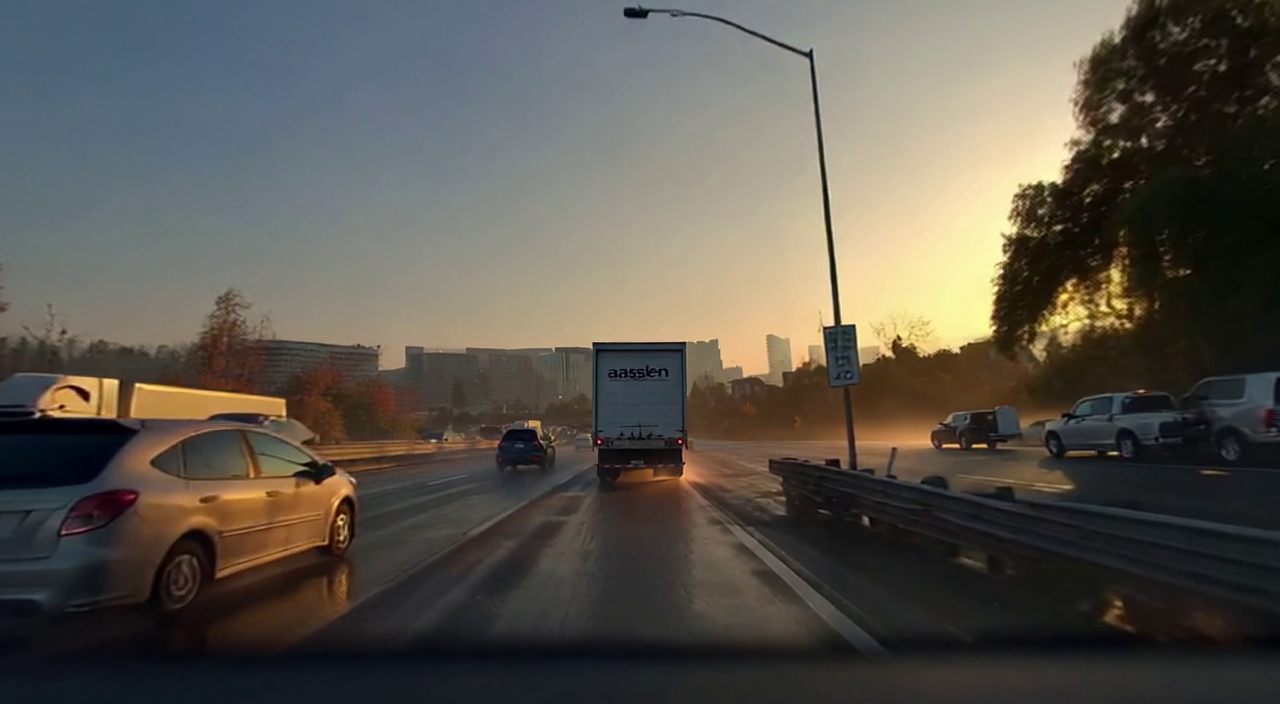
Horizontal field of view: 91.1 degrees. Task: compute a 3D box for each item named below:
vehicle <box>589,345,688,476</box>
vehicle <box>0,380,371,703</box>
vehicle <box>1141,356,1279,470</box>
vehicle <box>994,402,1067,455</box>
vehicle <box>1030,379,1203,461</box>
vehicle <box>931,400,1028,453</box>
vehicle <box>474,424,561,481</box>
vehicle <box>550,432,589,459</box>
[{"bbox_3d":[-0.103,2.602,25.822,3.171,4.204,11.036,0,-8,0],"label":"vehicle"},{"bbox_3d":[-3.697,1.071,4.067,1.964,1.507,4.361,0,-8,0],"label":"vehicle"},{"bbox_3d":[19.115,1.905,19.115,2.595,3.137,6.079,0,-7,0],"label":"vehicle"},{"bbox_3d":[19.606,3.850,31.708,1.658,2.523,2.851,0,-8,-1],"label":"vehicle"},{"bbox_3d":[19.347,2.888,26.069,2.443,3.006,5.844,0,-8,0],"label":"vehicle"},{"bbox_3d":[18.927,4.251,35.474,2.432,2.753,5.388,0,-8,1],"label":"vehicle"},{"bbox_3d":[-3.728,3.135,19.918,1.946,1.599,4.073,0,-8,0],"label":"vehicle"},{"bbox_3d":[-4.200,5.639,38.113,1.921,1.524,3.912,0,-8,0],"label":"vehicle"}]
